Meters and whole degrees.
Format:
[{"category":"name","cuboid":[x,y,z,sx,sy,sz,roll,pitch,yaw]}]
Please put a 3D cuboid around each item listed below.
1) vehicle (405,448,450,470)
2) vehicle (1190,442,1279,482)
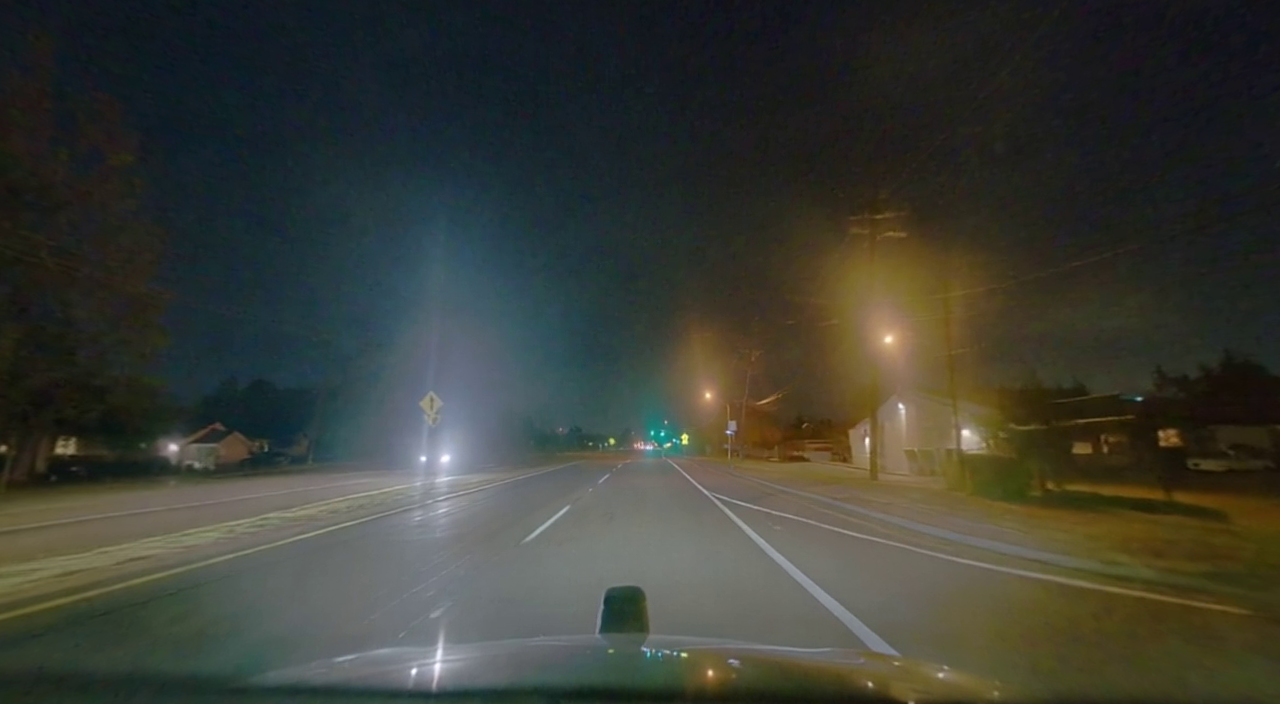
[{"category":"vehicle","cuboid":[-15.236,7.662,45.475,1.808,1.466,4.420,0,-8,-2]},{"category":"vehicle","cuboid":[42.964,7.714,44.673,2.262,2.655,5.672,1,-8,-6]}]
